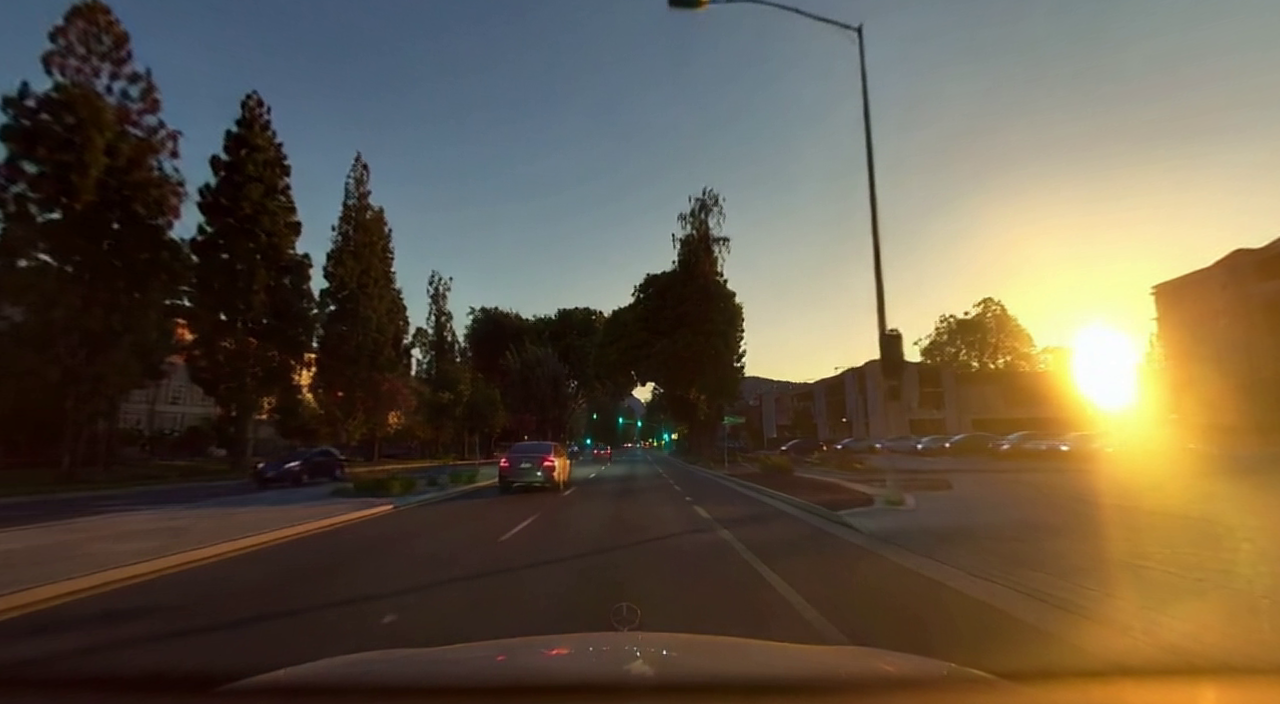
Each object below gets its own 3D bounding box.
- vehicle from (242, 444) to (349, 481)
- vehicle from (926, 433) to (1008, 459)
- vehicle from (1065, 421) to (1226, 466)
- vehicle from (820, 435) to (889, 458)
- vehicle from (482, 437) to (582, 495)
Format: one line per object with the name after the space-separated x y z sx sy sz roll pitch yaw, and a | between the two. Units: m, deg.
-14.692 4.716 27.308 2.114 1.429 4.532 0 -8 0 | vehicle
18.208 5.241 35.251 3.731 1.430 1.640 1 -9 -11 | vehicle
19.368 3.562 24.359 4.465 1.587 2.178 0 -11 -7 | vehicle
16.590 7.317 48.883 4.564 1.663 2.033 1 -9 -9 | vehicle
-3.058 3.344 19.010 2.011 1.498 4.914 0 -8 2 | vehicle
